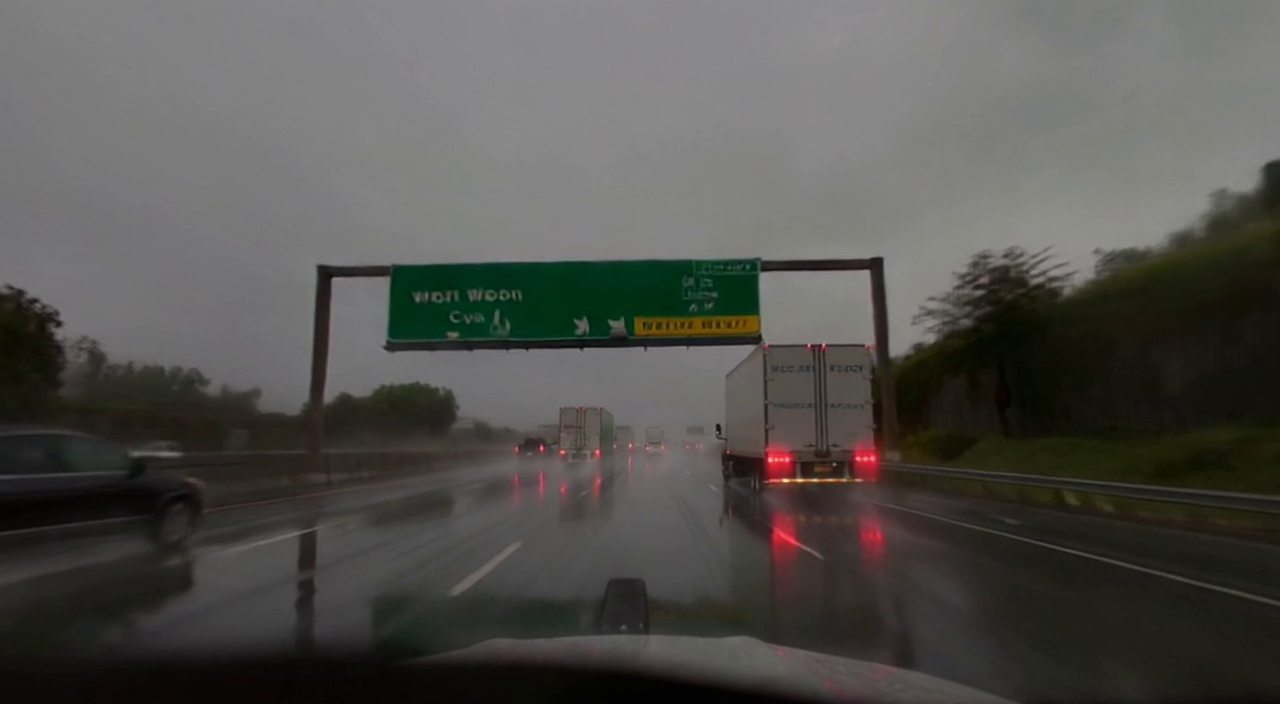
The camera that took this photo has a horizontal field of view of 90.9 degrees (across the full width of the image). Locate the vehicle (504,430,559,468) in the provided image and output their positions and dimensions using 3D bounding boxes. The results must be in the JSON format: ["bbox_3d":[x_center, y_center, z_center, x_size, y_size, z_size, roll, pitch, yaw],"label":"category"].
[{"bbox_3d":[-6.664,6.040,39.517,2.322,2.195,5.556,0,-9,2],"label":"vehicle"}]

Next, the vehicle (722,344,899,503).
[{"bbox_3d":[4.224,2.113,17.691,2.895,3.484,7.631,0,-9,1],"label":"vehicle"}]

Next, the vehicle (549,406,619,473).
[{"bbox_3d":[-2.751,4.684,33.596,2.745,3.156,7.608,0,-9,2],"label":"vehicle"}]

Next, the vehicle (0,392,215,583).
[{"bbox_3d":[-7.385,1.381,6.533,2.272,1.850,5.156,0,-9,1],"label":"vehicle"}]

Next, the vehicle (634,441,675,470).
[{"bbox_3d":[0.791,5.602,34.321,2.105,1.502,4.068,0,-9,1],"label":"vehicle"}]
